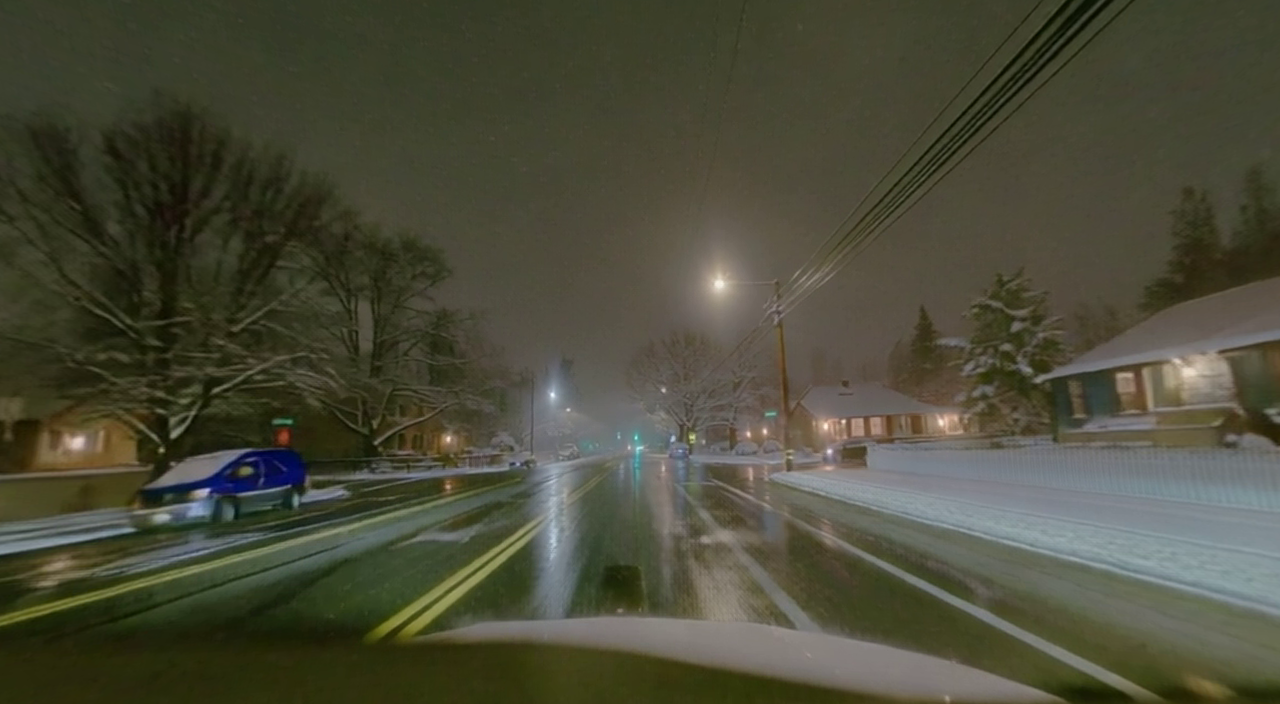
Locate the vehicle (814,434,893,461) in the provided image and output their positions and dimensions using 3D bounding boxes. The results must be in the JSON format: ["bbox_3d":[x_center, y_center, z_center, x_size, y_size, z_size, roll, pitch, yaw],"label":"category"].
[{"bbox_3d":[14.345,6.463,42.739,4.635,1.706,1.954,0,-9,2],"label":"vehicle"}]

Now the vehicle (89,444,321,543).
[{"bbox_3d":[-11.130,3.566,16.940,2.241,1.944,5.709,-4,-8,0],"label":"vehicle"}]
